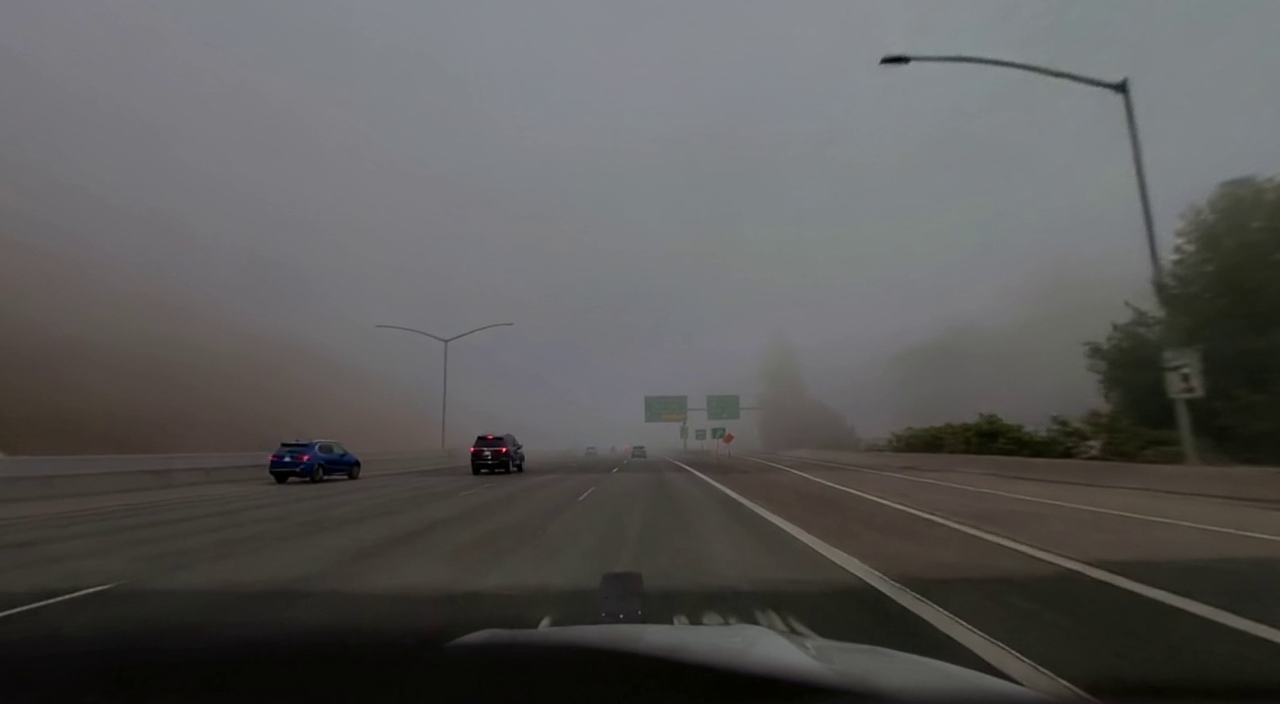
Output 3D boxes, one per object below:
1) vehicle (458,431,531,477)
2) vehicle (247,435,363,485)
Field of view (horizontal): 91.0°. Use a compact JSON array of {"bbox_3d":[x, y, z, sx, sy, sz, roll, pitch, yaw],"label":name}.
[{"bbox_3d":[-6.732,4.798,29.759,2.219,1.947,4.924,-1,-9,1],"label":"vehicle"},{"bbox_3d":[-13.760,4.458,26.303,2.079,1.822,4.893,-1,-9,1],"label":"vehicle"}]
